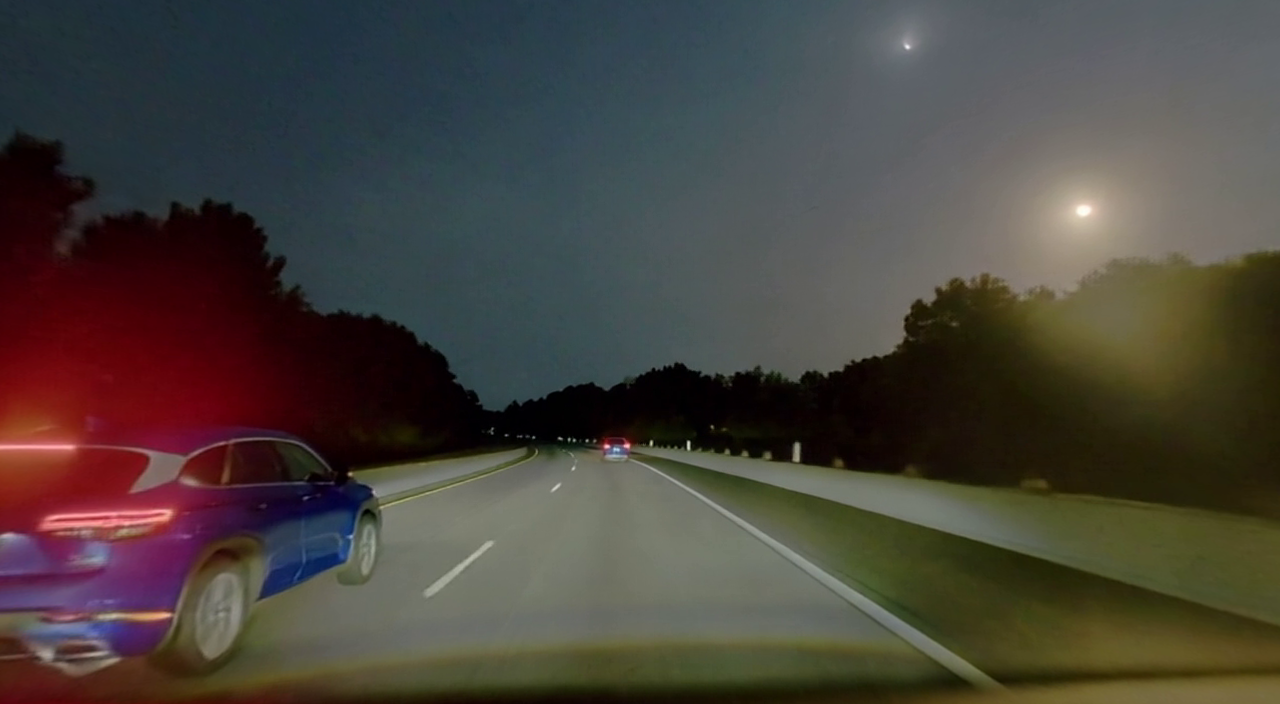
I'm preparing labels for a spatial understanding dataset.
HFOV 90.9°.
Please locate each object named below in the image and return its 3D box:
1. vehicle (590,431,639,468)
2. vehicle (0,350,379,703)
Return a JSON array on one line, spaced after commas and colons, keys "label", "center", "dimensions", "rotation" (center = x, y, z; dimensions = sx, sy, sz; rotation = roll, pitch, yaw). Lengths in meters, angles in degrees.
[{"label": "vehicle", "center": [-1.439, 5.231, 33.944], "dimensions": [2.452, 1.857, 4.022], "rotation": [1, -8, -4]}, {"label": "vehicle", "center": [-4.246, 1.232, 5.351], "dimensions": [2.053, 1.847, 4.760], "rotation": [0, -8, -1]}]
